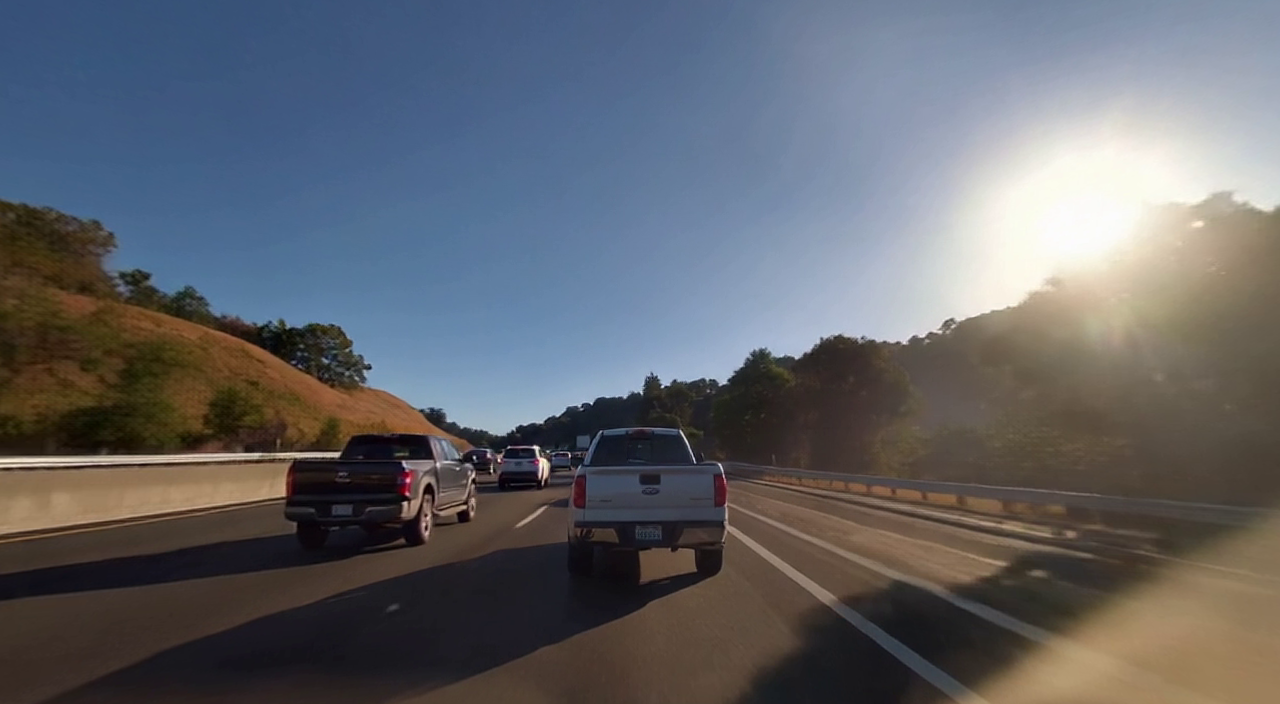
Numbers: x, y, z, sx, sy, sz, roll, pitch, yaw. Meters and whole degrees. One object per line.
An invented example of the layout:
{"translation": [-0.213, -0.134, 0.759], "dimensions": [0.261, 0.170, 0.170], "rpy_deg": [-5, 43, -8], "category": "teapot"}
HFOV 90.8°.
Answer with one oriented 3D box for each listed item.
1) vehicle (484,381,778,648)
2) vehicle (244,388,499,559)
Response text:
{"translation": [-0.090, 1.362, 6.080], "dimensions": [1.995, 1.798, 3.380], "rpy_deg": [0, -9, -1], "category": "vehicle"}
{"translation": [-3.947, 1.903, 10.468], "dimensions": [2.055, 2.144, 4.782], "rpy_deg": [-1, -9, 0], "category": "vehicle"}
